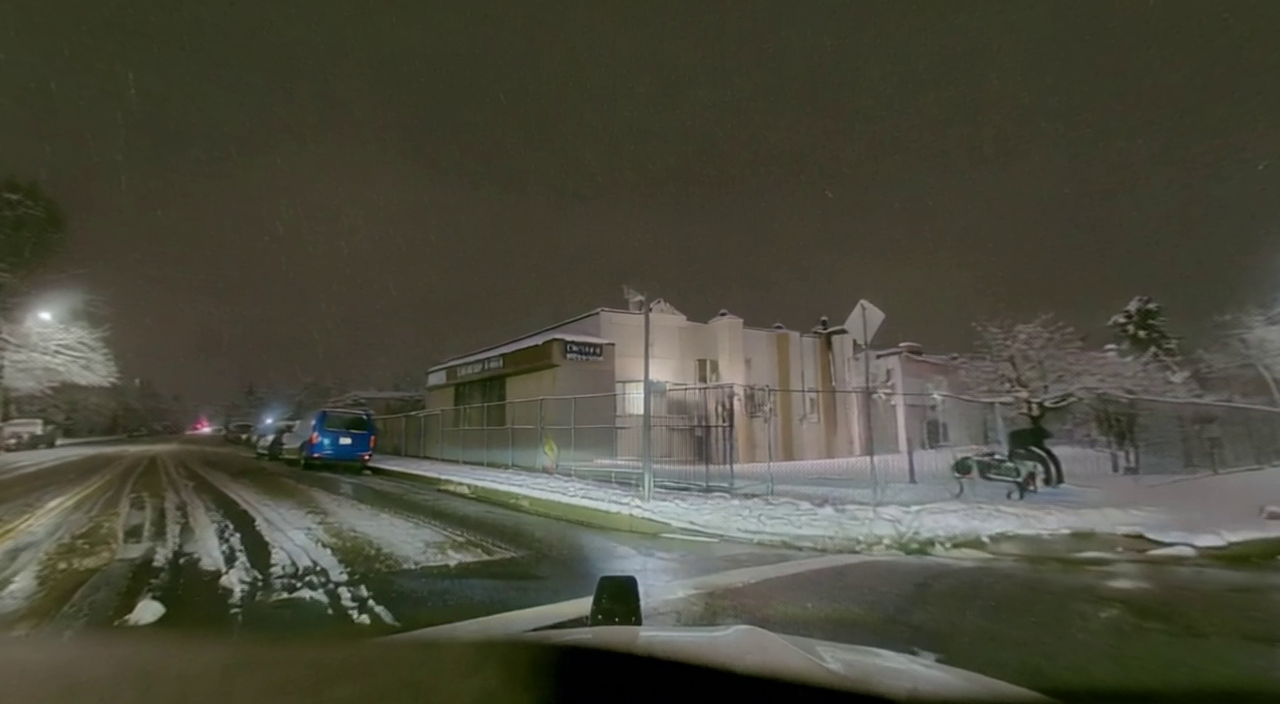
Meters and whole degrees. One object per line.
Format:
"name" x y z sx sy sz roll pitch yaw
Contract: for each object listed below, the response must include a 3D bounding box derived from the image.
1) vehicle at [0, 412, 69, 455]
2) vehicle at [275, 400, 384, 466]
"vehicle" -30.393 4.059 31.079 2.504 1.919 5.658 6 -10 -34
"vehicle" -11.245 2.949 22.622 2.327 2.021 5.850 6 -10 -36
